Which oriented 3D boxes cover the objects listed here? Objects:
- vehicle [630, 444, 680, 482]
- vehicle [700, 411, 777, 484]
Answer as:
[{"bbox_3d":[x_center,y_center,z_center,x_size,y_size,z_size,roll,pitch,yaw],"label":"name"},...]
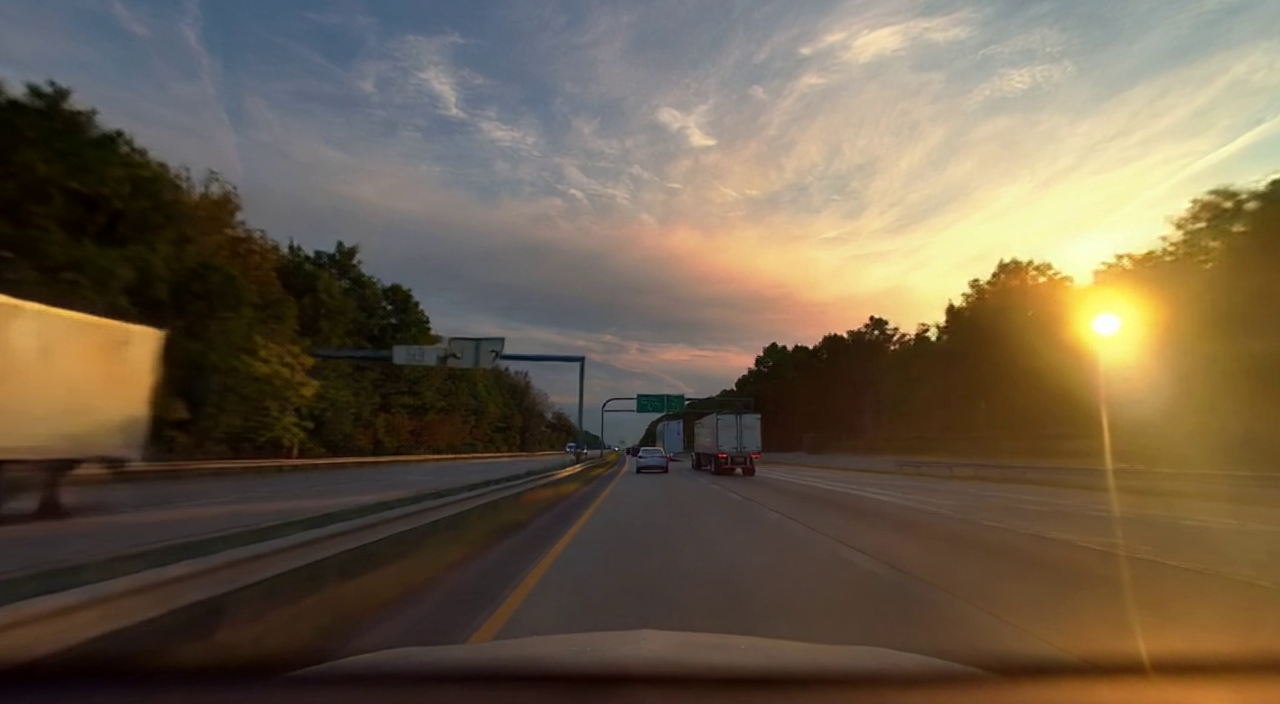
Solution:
[{"bbox_3d":[0.602,4.885,28.017,2.069,1.523,4.012,0,-9,-1],"label":"vehicle"},{"bbox_3d":[4.835,4.889,32.460,2.600,3.282,7.635,0,-9,-1],"label":"vehicle"}]
